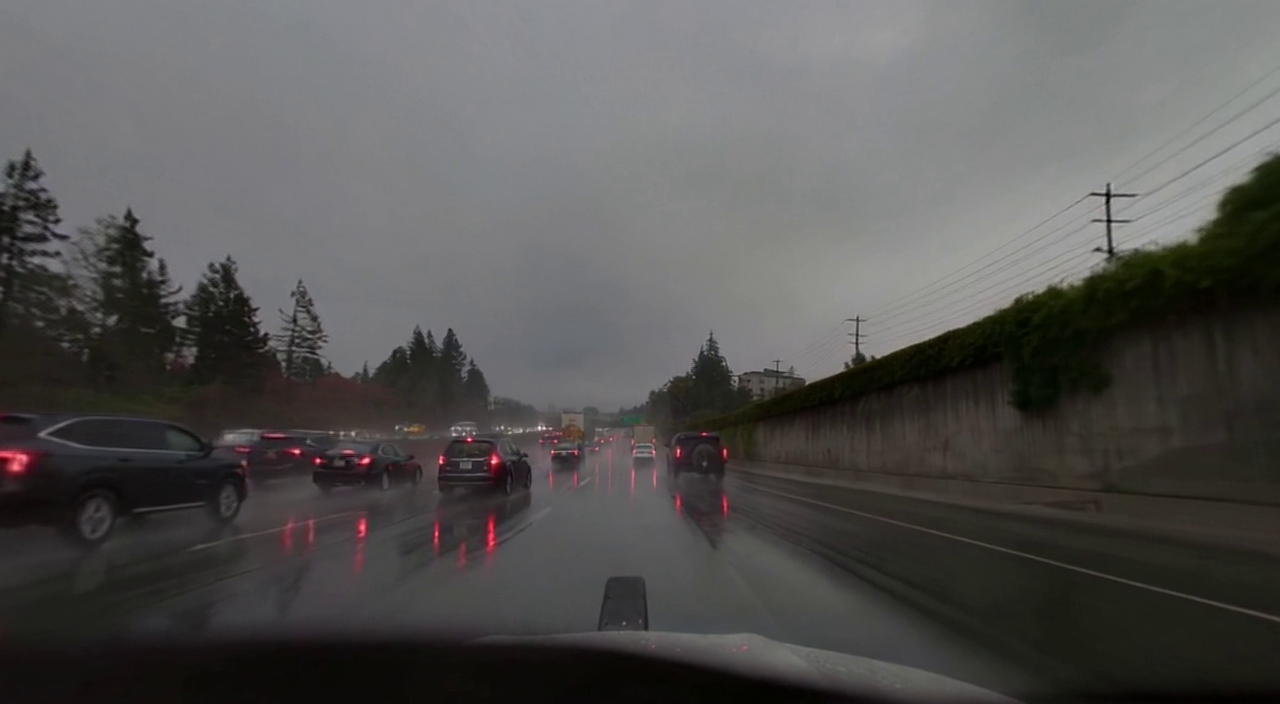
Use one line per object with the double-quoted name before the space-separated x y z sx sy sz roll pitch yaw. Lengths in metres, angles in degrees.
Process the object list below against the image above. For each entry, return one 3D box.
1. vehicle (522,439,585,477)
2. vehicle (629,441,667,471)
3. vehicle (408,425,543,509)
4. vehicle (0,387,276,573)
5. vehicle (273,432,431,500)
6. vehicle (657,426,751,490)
"vehicle" -3.723 4.671 28.043 2.049 1.530 4.707 0 -8 1
"vehicle" 0.417 5.976 36.467 2.092 1.671 3.889 0 -8 -1
"vehicle" -3.764 2.711 15.365 2.026 1.719 4.490 0 -8 0
"vehicle" -7.403 1.588 8.447 2.222 1.825 4.640 0 -8 0
"vehicle" -7.350 2.950 16.772 1.985 1.529 4.710 0 -8 0
"vehicle" 2.232 3.992 24.197 2.793 2.132 5.682 0 -8 -3
